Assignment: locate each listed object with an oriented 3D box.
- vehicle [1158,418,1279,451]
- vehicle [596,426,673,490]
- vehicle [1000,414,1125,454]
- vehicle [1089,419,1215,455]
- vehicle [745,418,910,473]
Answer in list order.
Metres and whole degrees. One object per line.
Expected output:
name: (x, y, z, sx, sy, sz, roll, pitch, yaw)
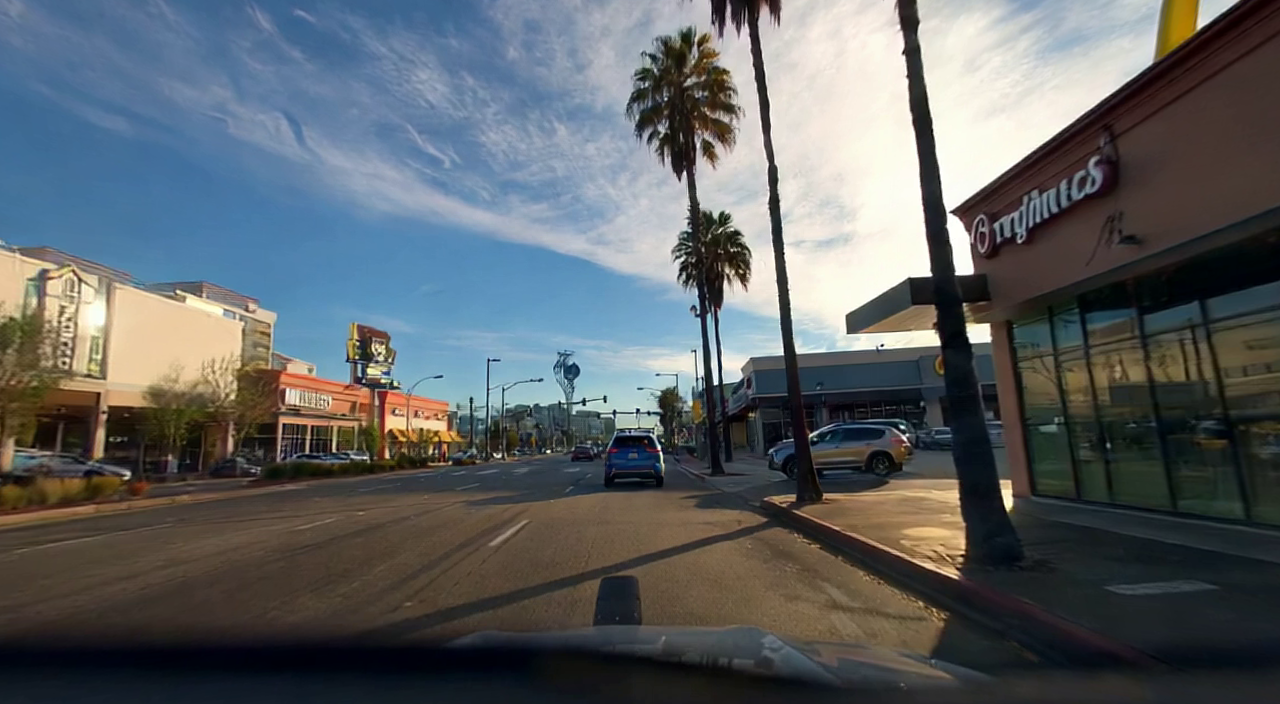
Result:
vehicle: (28.017, 4.002, 30.390, 1.823, 1.443, 4.305, 4, -10, -27)
vehicle: (-0.195, 3.349, 20.219, 2.234, 1.818, 3.869, 0, -9, -1)
vehicle: (19.969, 3.973, 30.269, 2.080, 1.702, 5.430, 0, -8, -2)
vehicle: (24.204, 4.074, 30.041, 1.867, 1.571, 4.153, 3, -9, -20)
vehicle: (6.182, 3.167, 21.366, 4.828, 1.733, 2.231, 0, -9, -1)
